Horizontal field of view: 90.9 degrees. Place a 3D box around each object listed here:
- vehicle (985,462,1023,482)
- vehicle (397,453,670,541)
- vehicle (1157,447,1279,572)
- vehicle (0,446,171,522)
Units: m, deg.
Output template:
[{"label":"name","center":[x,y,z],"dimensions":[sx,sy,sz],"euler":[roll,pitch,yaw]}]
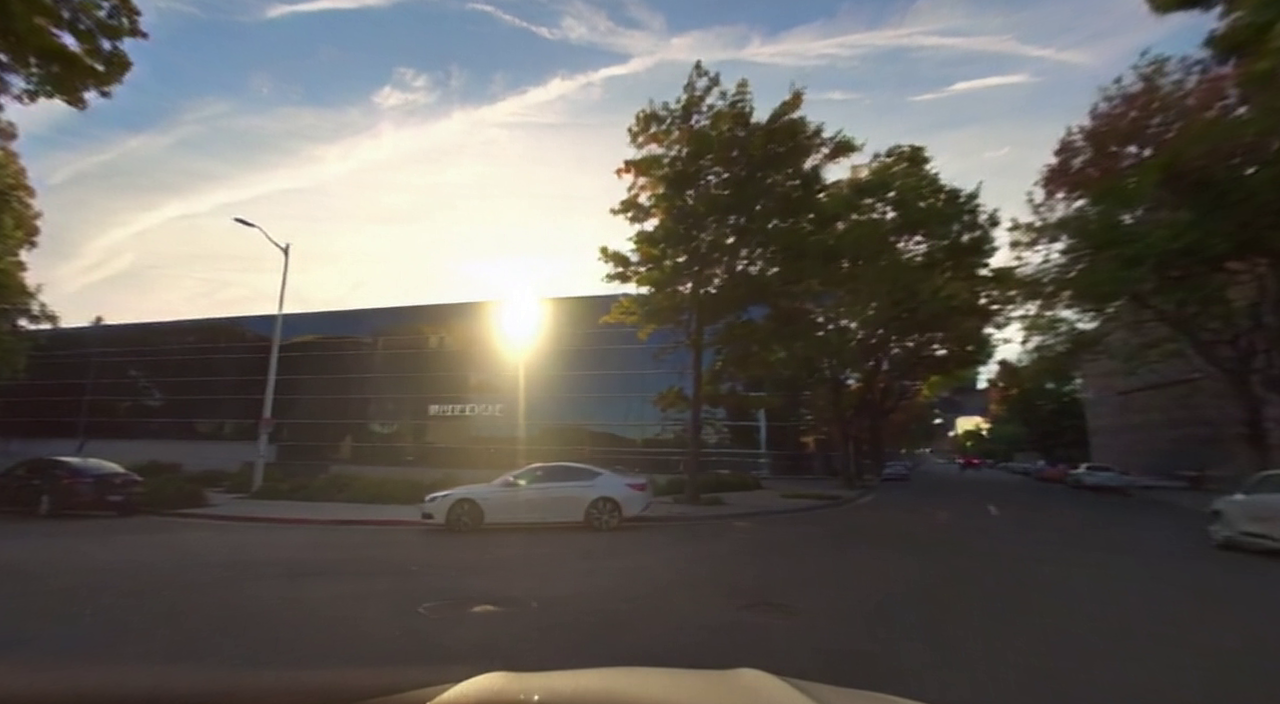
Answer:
[{"label":"vehicle","center":[27.632,9.098,47.877],"dimensions":[1.998,1.424,3.589],"euler":[-3,-11,22]},{"label":"vehicle","center":[-1.999,2.770,12.219],"dimensions":[4.770,1.448,1.983],"euler":[3,-11,-14]},{"label":"vehicle","center":[9.643,2.269,9.369],"dimensions":[1.865,1.529,4.407],"euler":[-4,-12,24]},{"label":"vehicle","center":[-13.025,2.922,14.239],"dimensions":[4.118,1.482,1.889],"euler":[-4,-11,23]}]
